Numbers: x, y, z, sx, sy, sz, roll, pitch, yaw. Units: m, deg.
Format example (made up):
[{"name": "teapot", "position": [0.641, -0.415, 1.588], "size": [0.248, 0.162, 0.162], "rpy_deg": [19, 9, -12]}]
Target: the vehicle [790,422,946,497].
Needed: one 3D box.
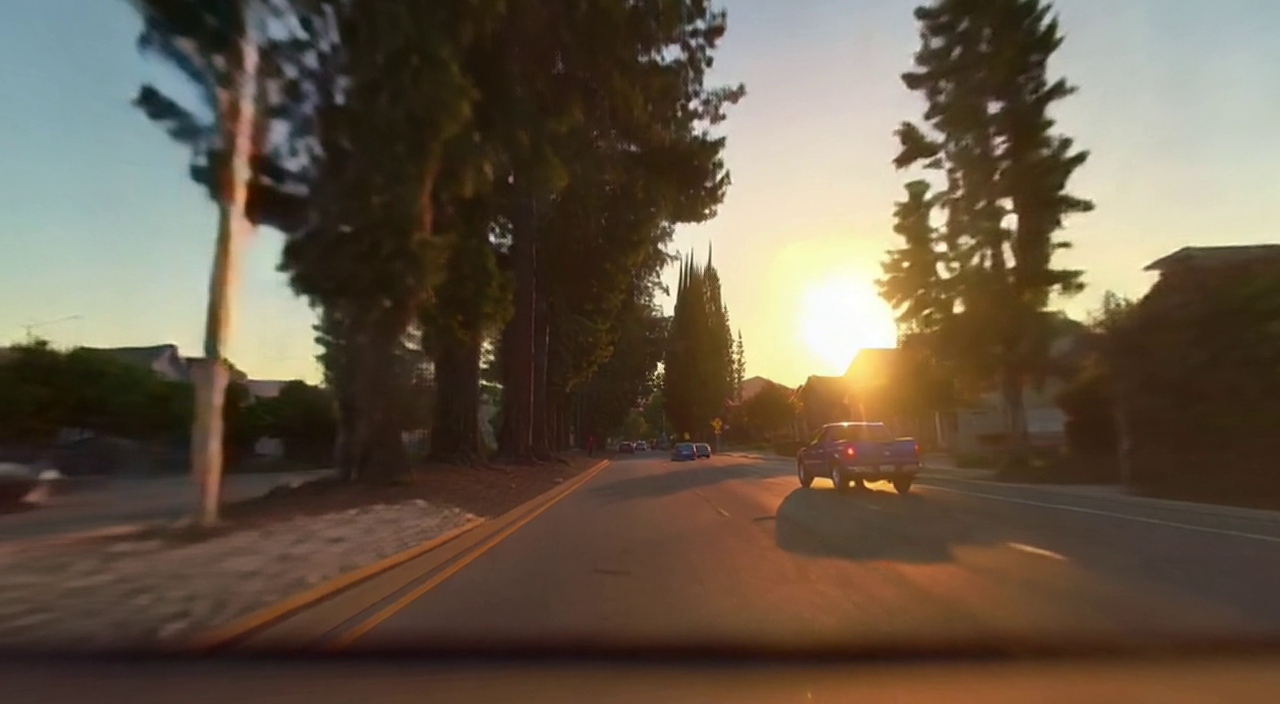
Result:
[{"name": "vehicle", "position": [6.135, 2.983, 17.962], "size": [2.262, 1.769, 5.666], "rpy_deg": [0, -8, -1]}]
